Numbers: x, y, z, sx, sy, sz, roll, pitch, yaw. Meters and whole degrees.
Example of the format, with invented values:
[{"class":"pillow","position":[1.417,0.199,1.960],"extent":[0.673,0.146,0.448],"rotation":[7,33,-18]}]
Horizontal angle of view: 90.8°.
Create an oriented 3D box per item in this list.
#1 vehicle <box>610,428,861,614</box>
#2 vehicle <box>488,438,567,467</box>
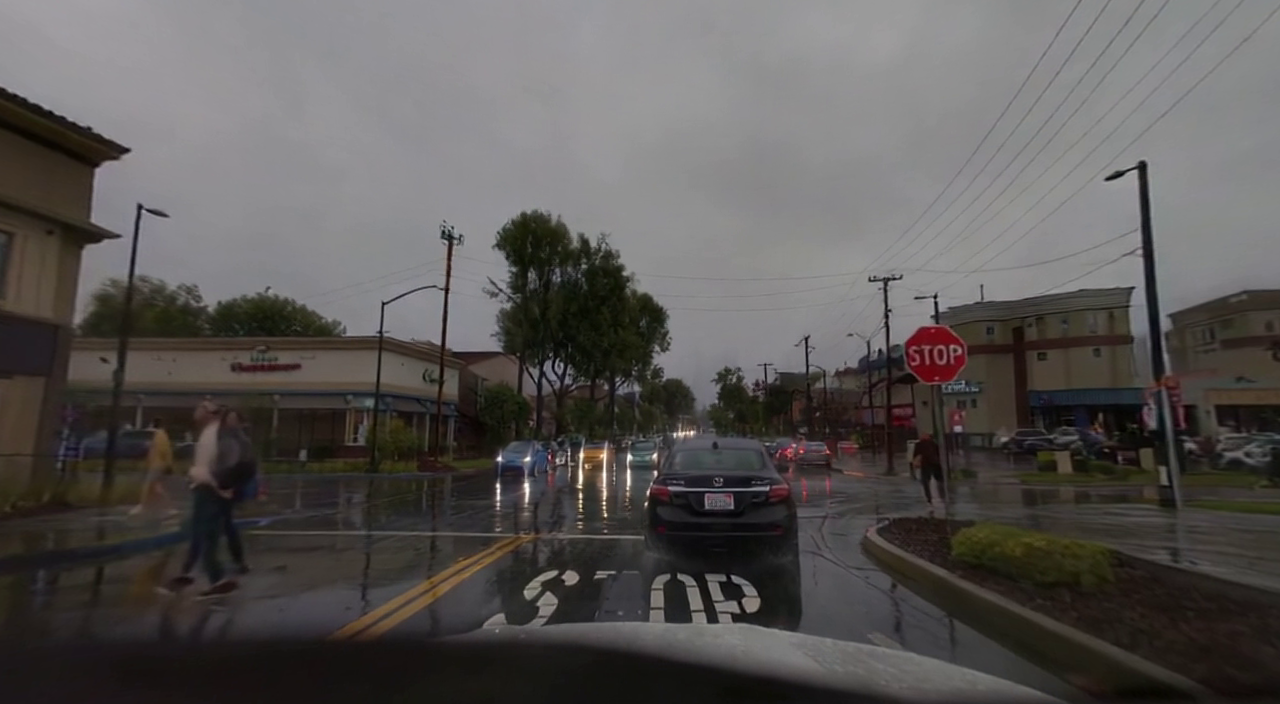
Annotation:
[{"class":"vehicle","position":[0.935,1.677,7.211],"extent":[2.031,1.479,3.969],"rotation":[-1,-9,5]},{"class":"vehicle","position":[-7.089,6.368,40.075],"extent":[4.529,1.682,1.895],"rotation":[6,-11,-36]}]
